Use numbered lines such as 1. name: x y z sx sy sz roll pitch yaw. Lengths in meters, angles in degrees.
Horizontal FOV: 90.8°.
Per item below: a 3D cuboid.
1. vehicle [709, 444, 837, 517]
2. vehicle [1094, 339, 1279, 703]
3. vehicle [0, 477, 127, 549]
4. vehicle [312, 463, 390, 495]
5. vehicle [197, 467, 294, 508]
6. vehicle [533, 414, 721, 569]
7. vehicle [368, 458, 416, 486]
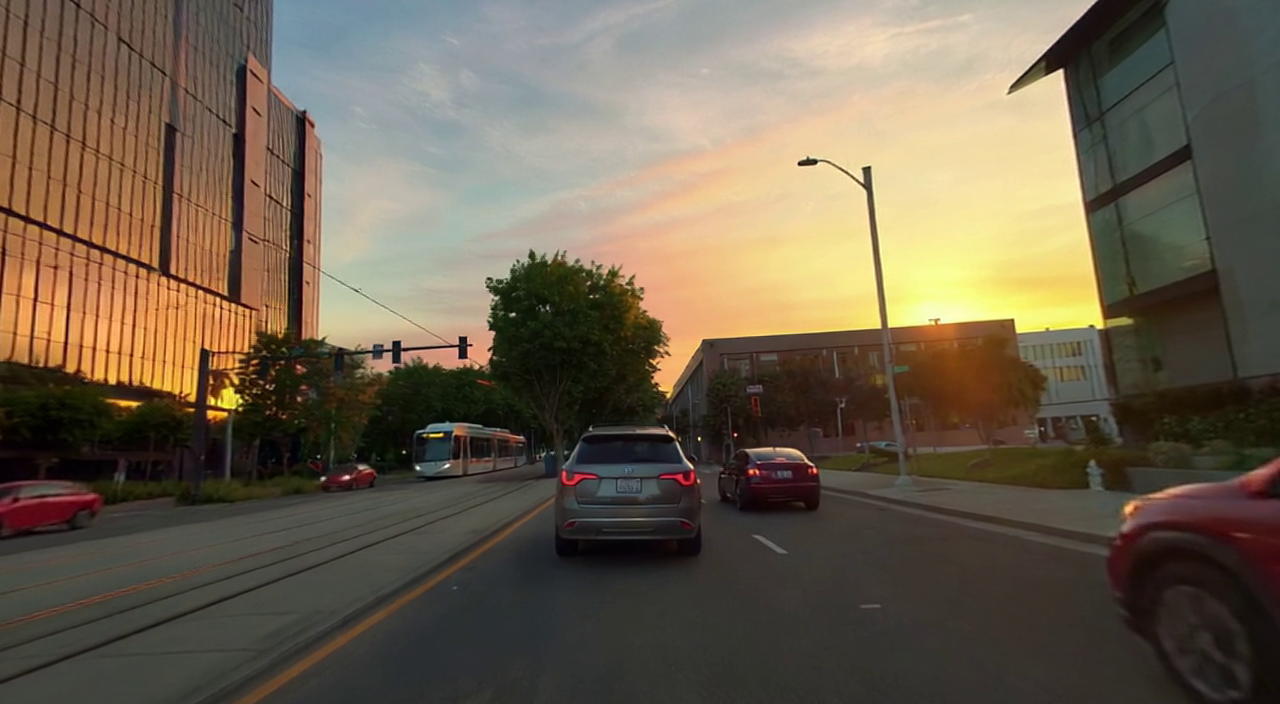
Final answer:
1. vehicle: 2.989 2.968 15.232 1.993 1.480 4.324 0 -8 -2
2. vehicle: 3.527 0.608 1.083 2.029 1.717 4.624 0 -8 0
3. vehicle: -15.093 3.848 15.309 1.798 1.409 4.239 0 -8 -2
4. vehicle: -15.310 6.721 33.800 2.077 1.458 4.718 0 -8 -2
5. vehicle: -19.440 6.677 31.419 2.066 1.700 4.536 0 -9 -3
6. vehicle: -0.243 1.937 9.551 2.178 1.779 4.255 0 -8 -2
7. vehicle: -19.455 9.393 49.776 1.933 1.919 4.913 0 -8 -3
